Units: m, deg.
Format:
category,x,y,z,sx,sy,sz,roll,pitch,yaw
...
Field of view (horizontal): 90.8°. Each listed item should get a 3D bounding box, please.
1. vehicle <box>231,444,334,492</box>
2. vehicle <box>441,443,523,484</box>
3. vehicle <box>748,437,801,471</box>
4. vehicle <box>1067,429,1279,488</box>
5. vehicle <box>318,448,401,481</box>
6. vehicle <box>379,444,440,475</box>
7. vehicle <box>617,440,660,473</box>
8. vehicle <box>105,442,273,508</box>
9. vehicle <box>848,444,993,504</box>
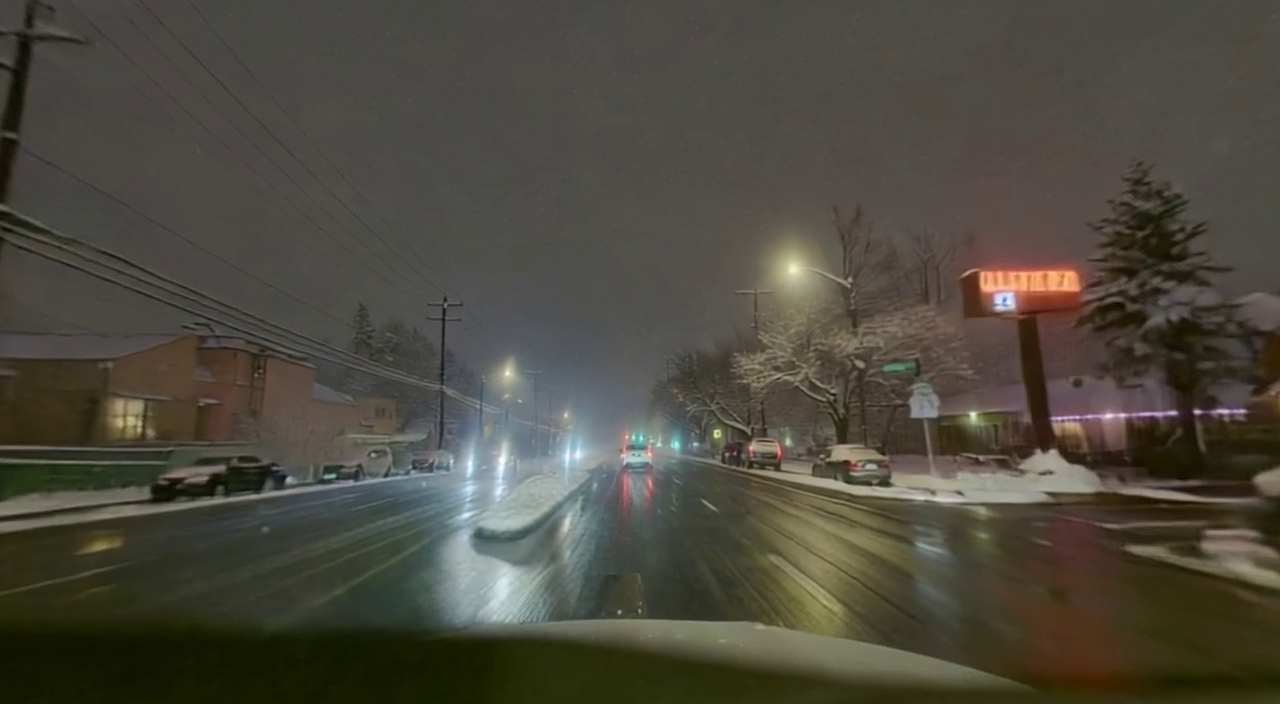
category,x,y,z,sx,sy,sz,roll,pitch,yaw
vehicle,-14.385,4.642,25.694,1.855,1.765,4.115,0,-8,-2
vehicle,-6.184,4.403,25.291,1.992,1.476,4.682,0,-8,1
vehicle,7.829,5.991,37.279,2.026,1.851,4.360,0,-8,-2
vehicle,15.147,2.953,17.725,4.889,1.526,1.979,0,-8,-2
vehicle,-14.428,5.807,32.879,1.953,1.543,4.984,0,-8,1
vehicle,-14.323,6.665,39.627,2.041,1.789,5.070,0,-8,-2
vehicle,-0.077,5.333,32.575,2.067,1.547,4.513,0,-8,0
vehicle,-14.267,3.846,20.437,1.981,1.761,4.652,-2,-7,1
vehicle,7.813,3.403,18.218,1.936,1.479,4.736,0,-8,-1
